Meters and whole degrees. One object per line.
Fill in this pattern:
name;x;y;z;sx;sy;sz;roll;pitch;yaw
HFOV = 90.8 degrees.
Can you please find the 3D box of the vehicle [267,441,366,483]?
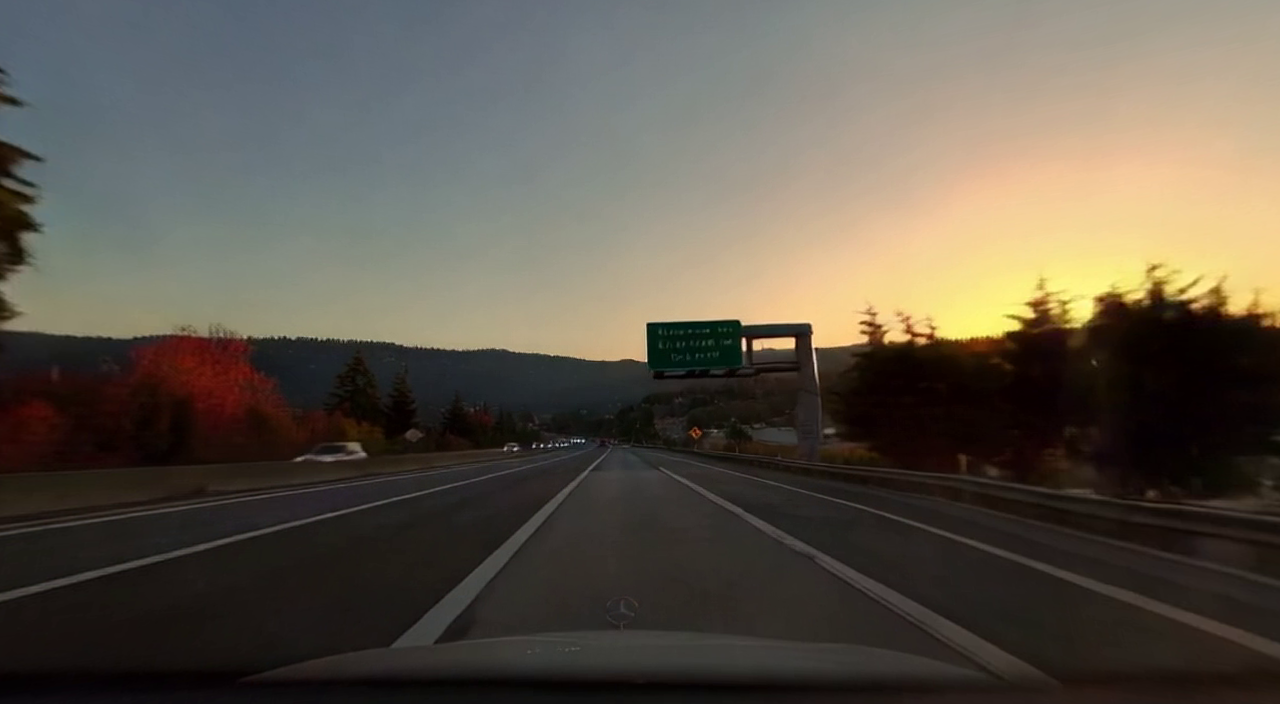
vehicle;-13.131;4.465;25.919;1.954;1.555;4.120;0;-9;-2
